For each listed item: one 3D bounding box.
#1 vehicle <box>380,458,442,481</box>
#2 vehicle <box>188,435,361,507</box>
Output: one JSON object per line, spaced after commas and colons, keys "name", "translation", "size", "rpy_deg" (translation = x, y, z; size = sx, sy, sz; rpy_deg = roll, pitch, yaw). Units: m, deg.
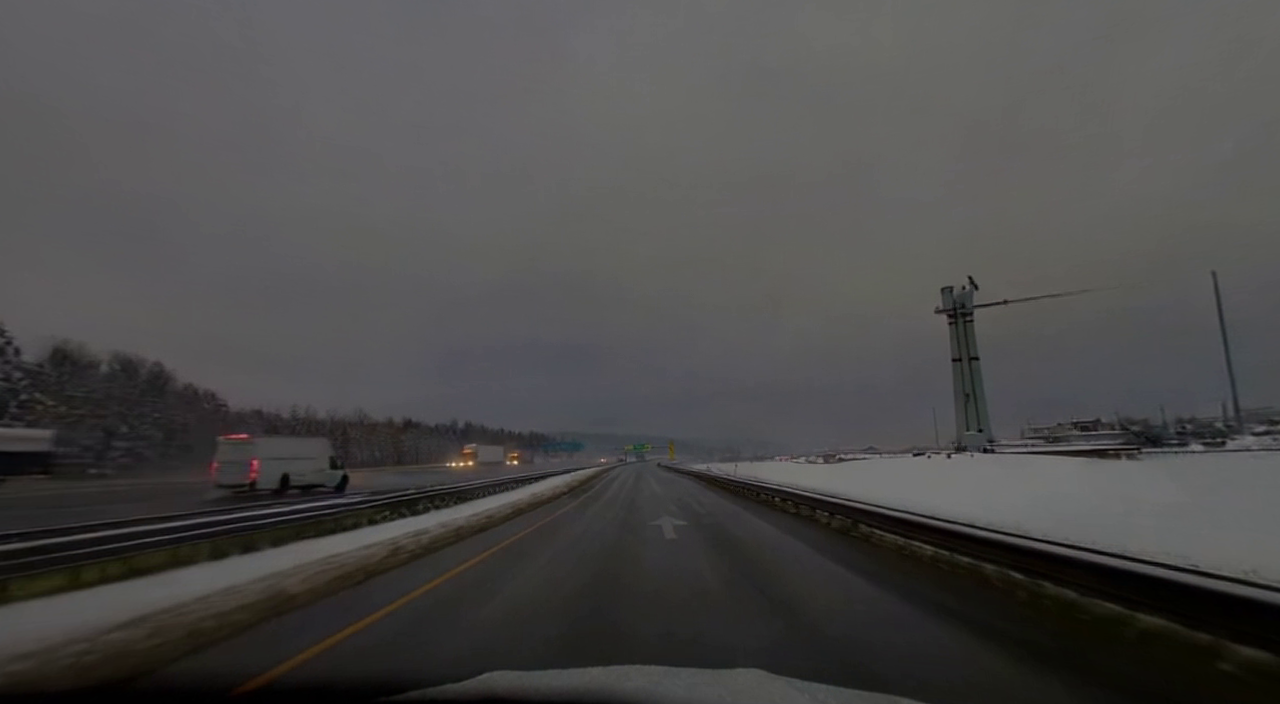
{"name": "vehicle", "translation": [-16.754, 8.609, 46.463], "size": [2.230, 1.503, 4.692], "rpy_deg": [-2, -9, 9]}
{"name": "vehicle", "translation": [-15.721, 5.167, 28.056], "size": [2.344, 2.702, 7.709], "rpy_deg": [-1, -9, 7]}
